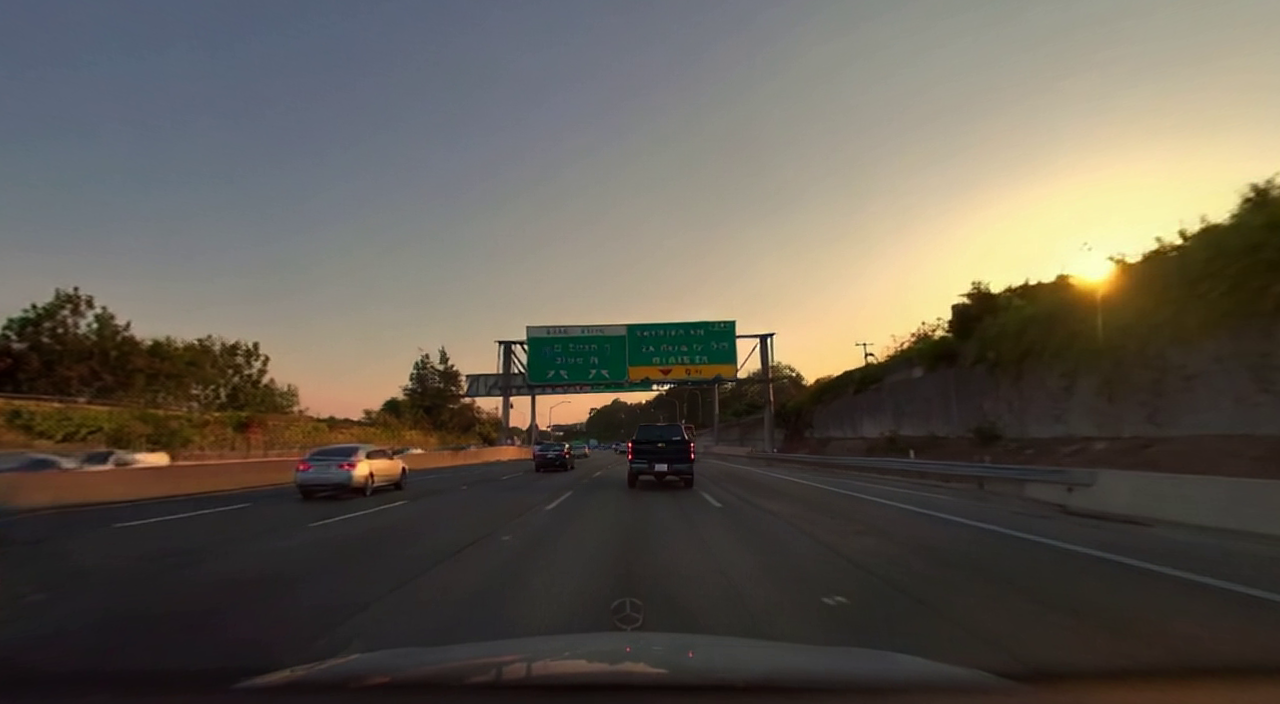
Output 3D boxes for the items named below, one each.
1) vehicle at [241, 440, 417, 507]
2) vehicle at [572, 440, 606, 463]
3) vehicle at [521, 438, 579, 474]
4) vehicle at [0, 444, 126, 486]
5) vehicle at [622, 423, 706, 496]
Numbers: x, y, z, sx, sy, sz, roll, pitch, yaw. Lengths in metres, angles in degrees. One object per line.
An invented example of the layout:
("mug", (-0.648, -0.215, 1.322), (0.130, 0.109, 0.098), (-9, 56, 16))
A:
("vehicle", (-7.748, 3.052, 16.385), (2.081, 1.463, 4.749), (0, -8, 1))
("vehicle", (-3.719, 7.329, 46.401), (2.061, 1.584, 4.290), (0, -8, 1))
("vehicle", (-4.228, 4.966, 30.322), (1.961, 1.591, 4.756), (0, -8, 1))
("vehicle", (-21.256, 4.122, 23.328), (1.536, 1.400, 3.422), (-1, -8, 0))
("vehicle", (0.577, 3.021, 18.118), (2.083, 1.792, 4.782), (0, -8, 0))
